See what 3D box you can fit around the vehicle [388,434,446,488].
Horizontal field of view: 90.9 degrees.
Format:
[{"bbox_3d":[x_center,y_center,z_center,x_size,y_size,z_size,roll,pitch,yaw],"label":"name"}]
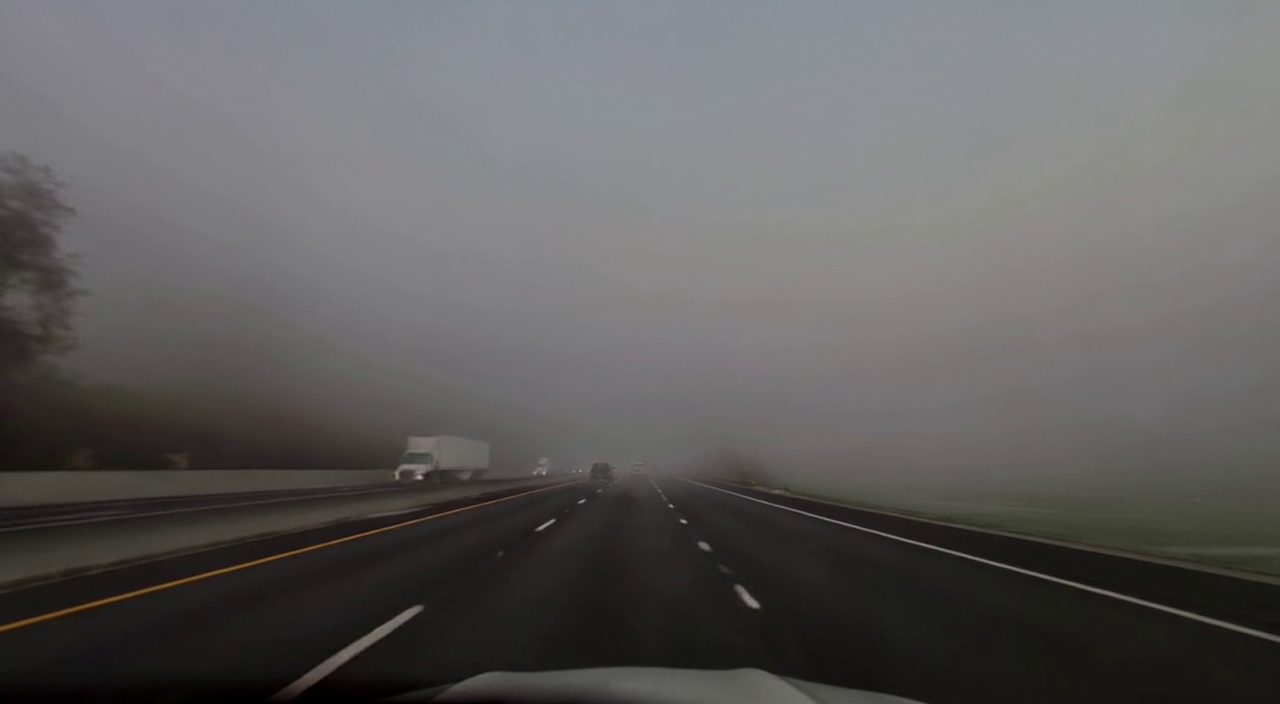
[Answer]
[{"bbox_3d":[-16.817,8.264,47.771,2.964,3.880,3.101,1,-11,2],"label":"vehicle"}]
